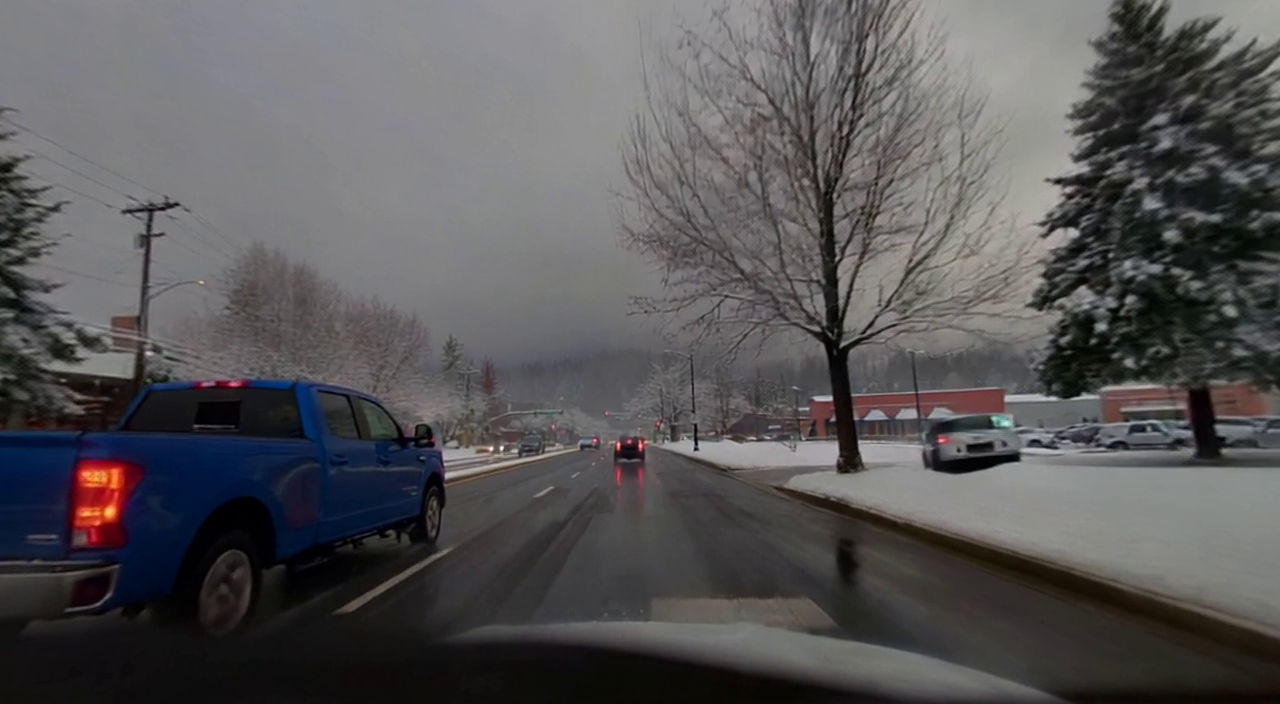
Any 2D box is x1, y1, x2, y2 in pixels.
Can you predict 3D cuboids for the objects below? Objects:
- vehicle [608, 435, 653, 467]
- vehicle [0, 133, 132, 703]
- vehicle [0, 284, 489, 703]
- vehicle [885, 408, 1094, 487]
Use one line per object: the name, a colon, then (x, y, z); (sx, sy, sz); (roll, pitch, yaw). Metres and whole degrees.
vehicle: (-0.465, 5.184, 33.020); (2.191, 1.530, 4.470); (0, -8, 0)
vehicle: (-3.752, 0.162, 0.221); (2.733, 2.495, 5.037); (0, -8, 2)
vehicle: (-3.717, 1.178, 6.251); (2.552, 2.079, 6.810); (0, -8, 1)
vehicle: (8.938, 2.422, 16.029); (5.109, 1.735, 1.997); (4, -9, -26)
